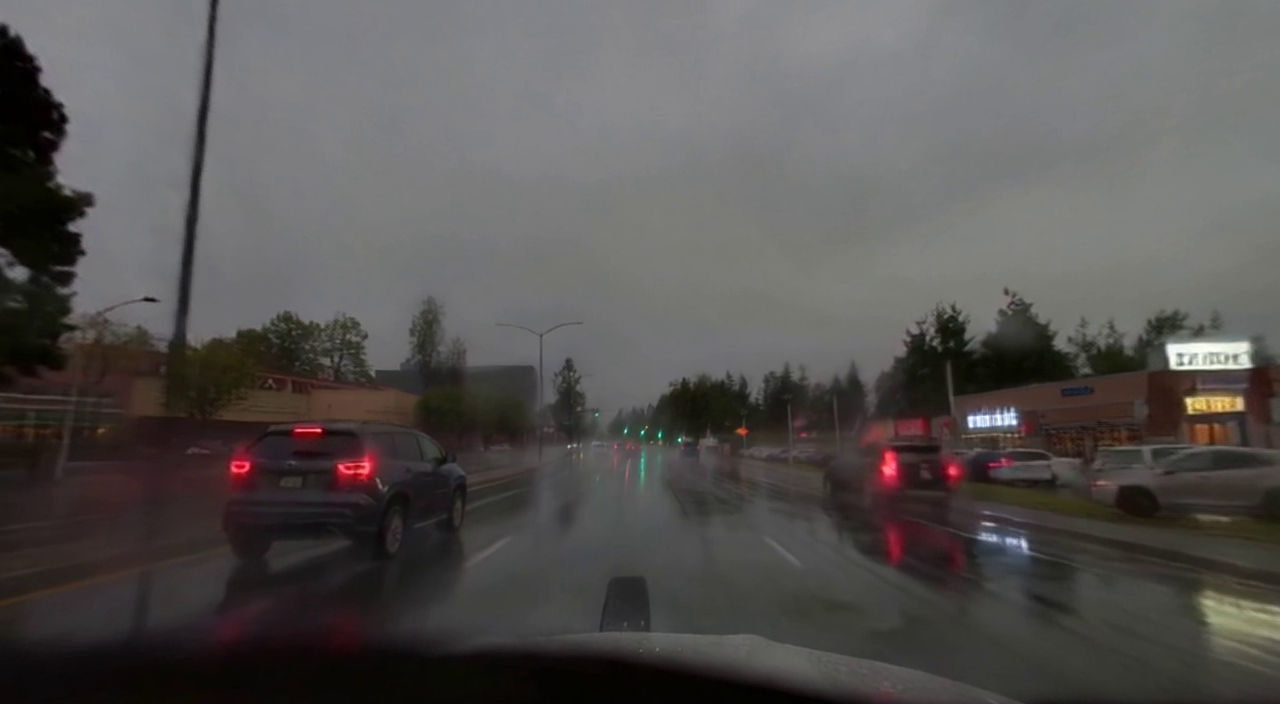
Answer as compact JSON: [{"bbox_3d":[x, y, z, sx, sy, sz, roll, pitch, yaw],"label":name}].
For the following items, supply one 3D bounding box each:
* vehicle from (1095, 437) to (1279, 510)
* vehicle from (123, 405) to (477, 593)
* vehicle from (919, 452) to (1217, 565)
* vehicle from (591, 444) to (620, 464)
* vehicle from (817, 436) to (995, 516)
[{"bbox_3d":[15.104,3.045,16.086,5.326,1.690,2.007,-8,-12,42],"label":"vehicle"},{"bbox_3d":[-3.528,1.594,7.609,1.983,1.635,3.957,0,-9,1],"label":"vehicle"},{"bbox_3d":[6.629,2.416,10.592,1.888,1.425,4.547,0,-9,1],"label":"vehicle"},{"bbox_3d":[-2.628,7.928,49.086,2.005,1.446,4.265,0,-9,1],"label":"vehicle"},{"bbox_3d":[6.855,3.255,17.277,2.335,1.790,5.991,0,-9,1],"label":"vehicle"}]
